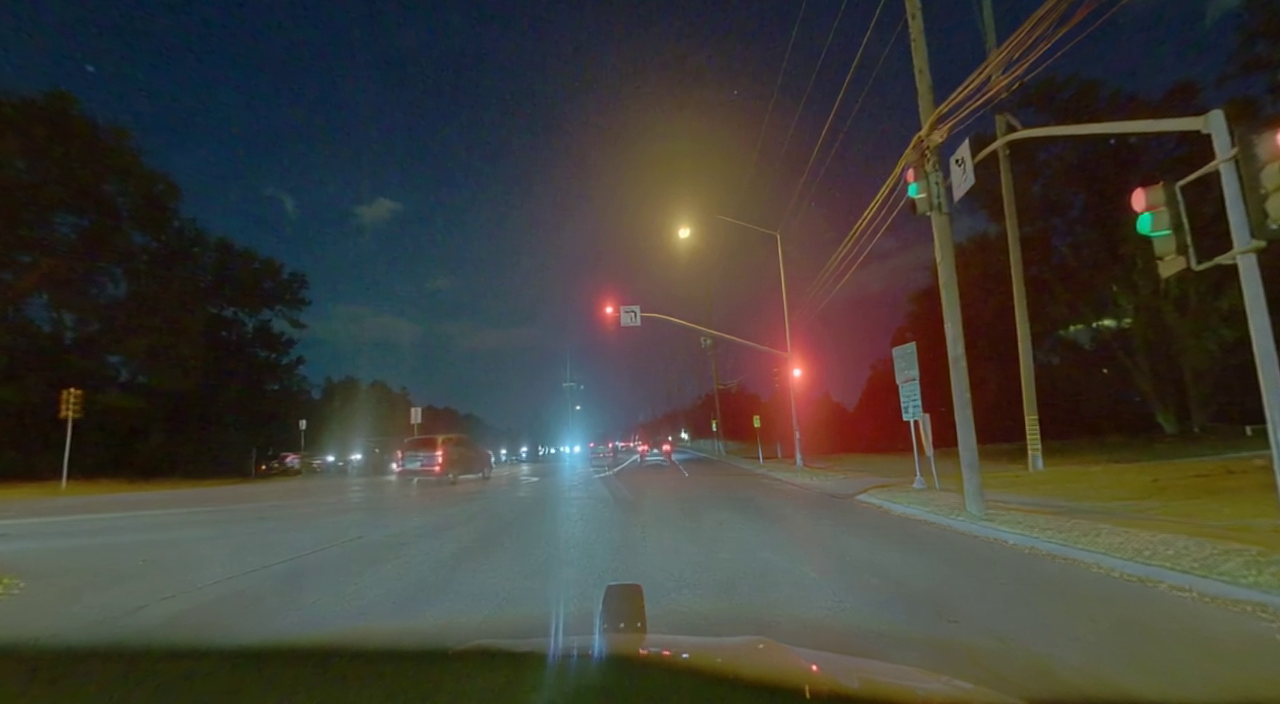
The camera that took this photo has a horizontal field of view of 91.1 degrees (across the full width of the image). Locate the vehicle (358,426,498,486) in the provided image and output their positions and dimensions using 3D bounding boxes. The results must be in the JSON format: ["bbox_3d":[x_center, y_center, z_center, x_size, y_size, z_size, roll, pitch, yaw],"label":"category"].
[{"bbox_3d":[-7.717,3.836,23.407,2.175,1.957,4.686,-5,-10,26],"label":"vehicle"}]

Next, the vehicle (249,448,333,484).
[{"bbox_3d":[-17.092,5.588,31.009,1.942,1.477,3.957,-4,-9,0],"label":"vehicle"}]

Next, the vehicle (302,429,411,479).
[{"bbox_3d":[-13.113,4.765,29.630,2.350,2.104,5.828,0,-8,1],"label":"vehicle"}]

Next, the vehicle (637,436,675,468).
[{"bbox_3d":[0.928,5.731,36.036,2.010,1.681,4.682,-1,-8,2],"label":"vehicle"}]
